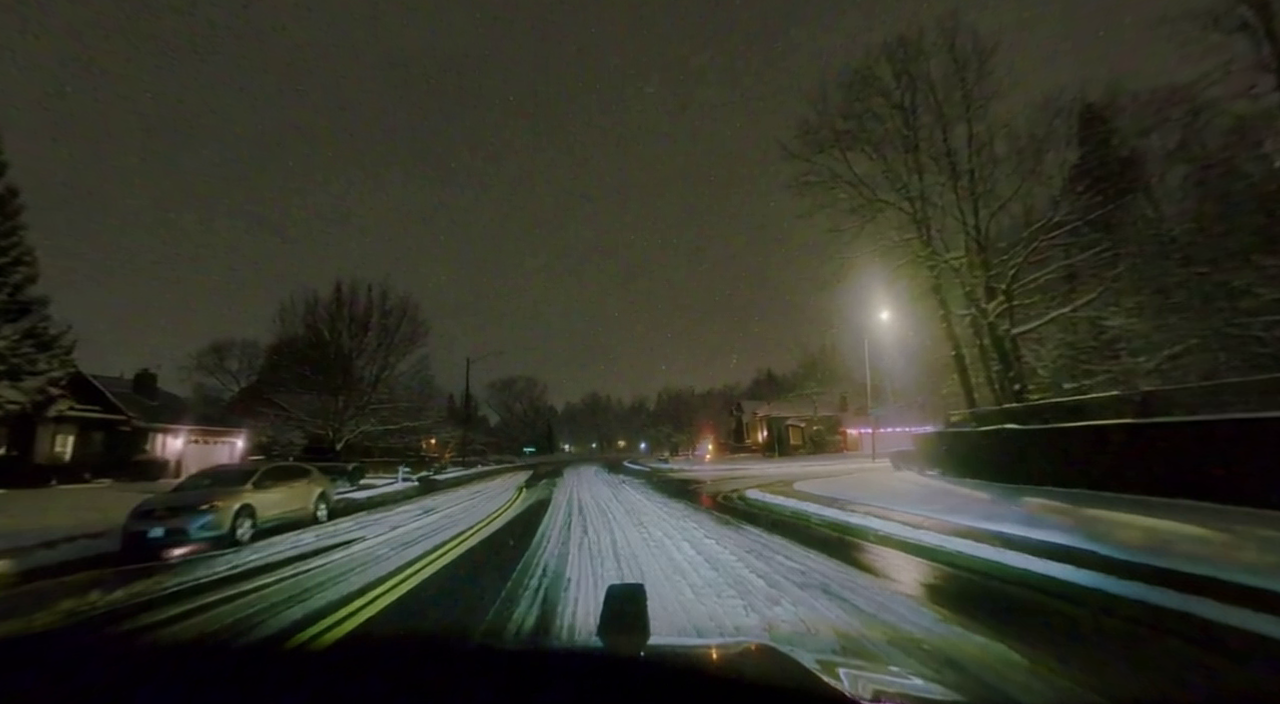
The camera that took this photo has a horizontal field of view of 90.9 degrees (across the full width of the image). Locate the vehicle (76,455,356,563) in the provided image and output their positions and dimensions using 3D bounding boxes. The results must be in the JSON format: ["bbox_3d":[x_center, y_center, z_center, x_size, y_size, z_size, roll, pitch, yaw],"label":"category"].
[{"bbox_3d":[-7.536,2.784,12.156,2.069,1.487,5.470,-1,-9,-6],"label":"vehicle"}]
